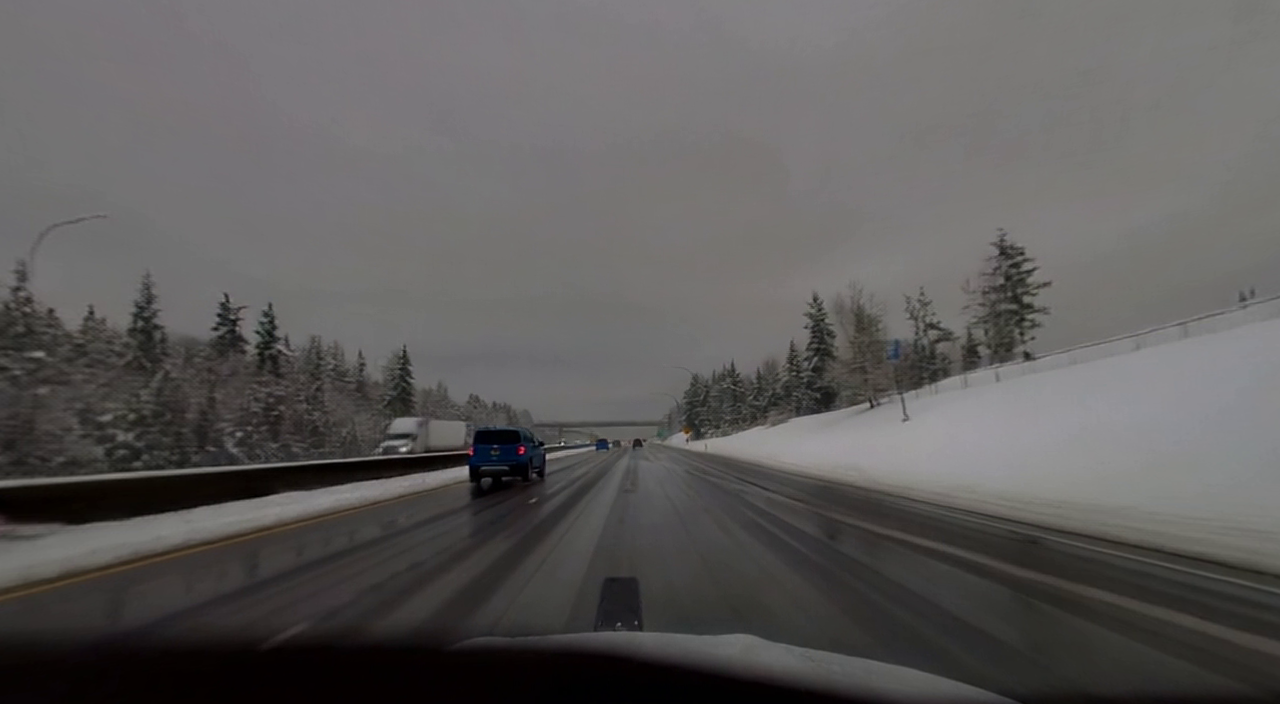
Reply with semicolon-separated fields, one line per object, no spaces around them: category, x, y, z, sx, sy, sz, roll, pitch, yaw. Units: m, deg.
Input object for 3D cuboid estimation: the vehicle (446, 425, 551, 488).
vehicle;-4.150;3.139;19.219;2.125;1.662;4.336;0;-8;1
